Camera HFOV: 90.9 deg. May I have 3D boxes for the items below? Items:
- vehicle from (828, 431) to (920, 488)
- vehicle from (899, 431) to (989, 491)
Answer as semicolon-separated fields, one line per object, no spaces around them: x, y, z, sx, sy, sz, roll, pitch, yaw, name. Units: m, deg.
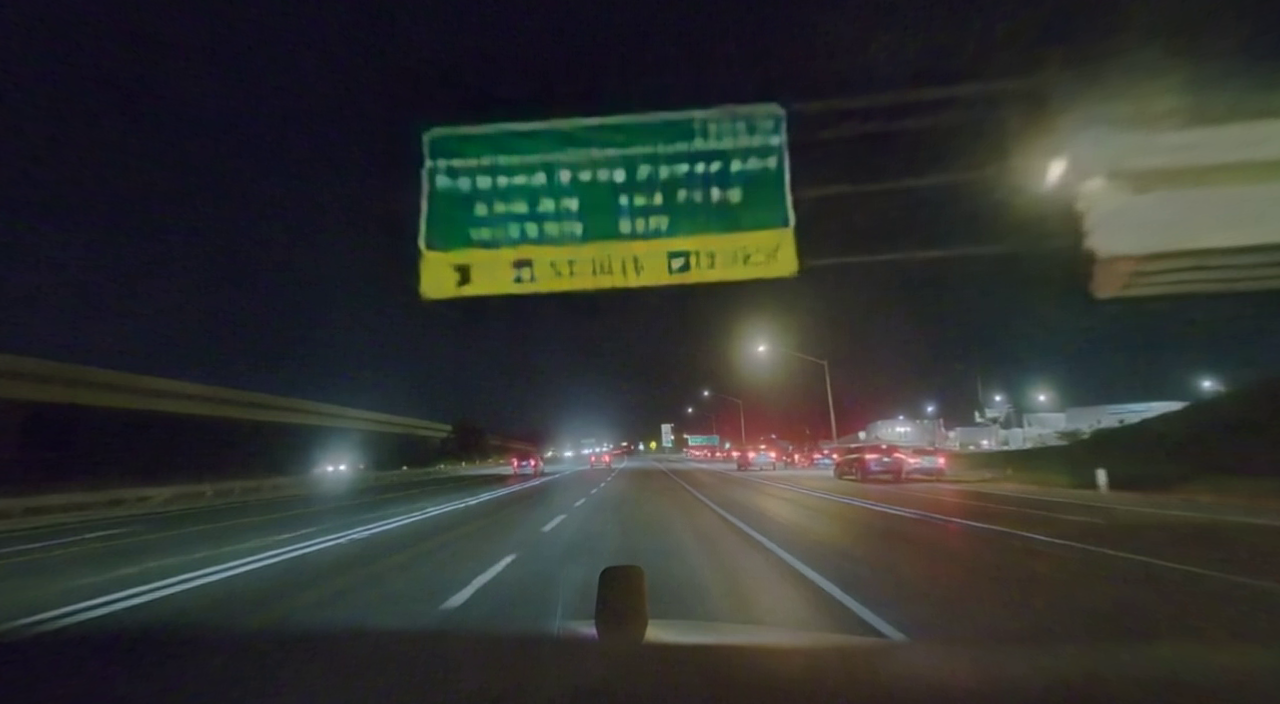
15.790;7.316;43.384;2.635;3.459;9.104;1;-9;-1;vehicle
18.644;6.673;39.020;2.594;3.362;5.549;1;-9;-1;vehicle
